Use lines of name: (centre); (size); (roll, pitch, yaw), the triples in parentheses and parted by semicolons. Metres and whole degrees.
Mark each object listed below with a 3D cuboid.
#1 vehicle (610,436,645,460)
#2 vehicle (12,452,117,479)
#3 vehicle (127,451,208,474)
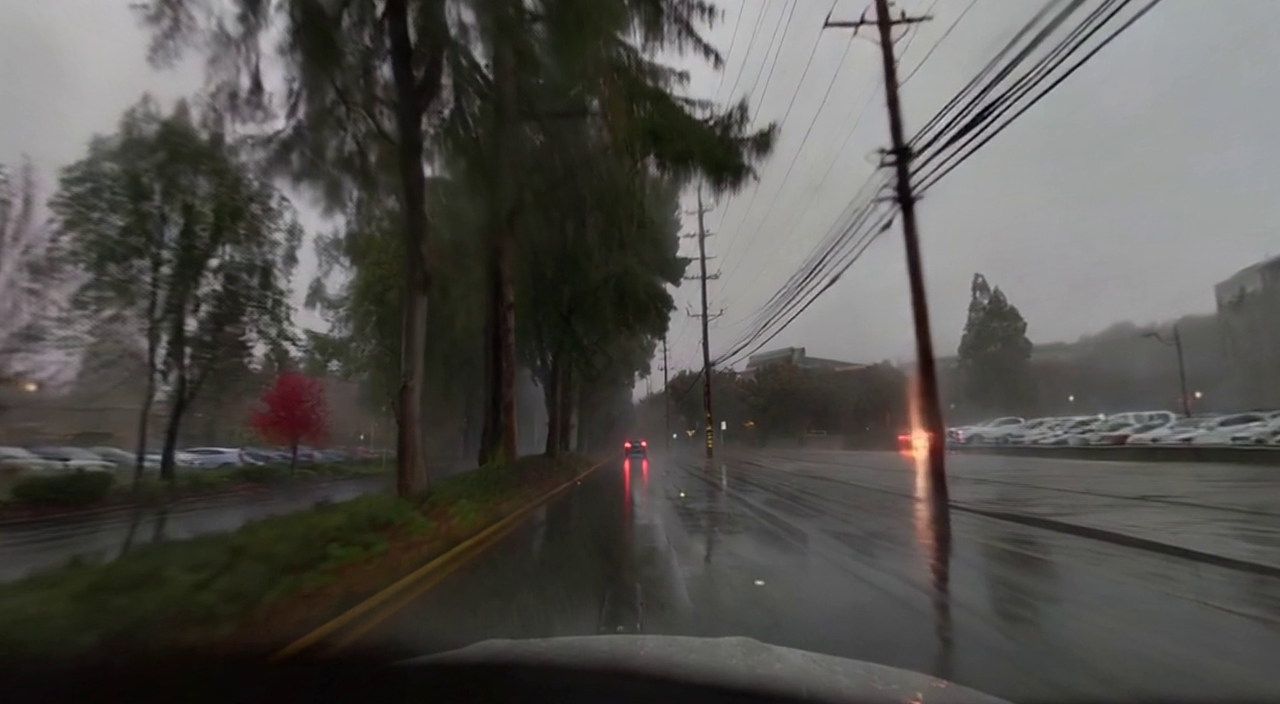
vehicle: (-0.997, 7.373, 48.411); (2.240, 1.704, 4.374); (1, -9, -7)
vehicle: (-34.240, 6.745, 37.662); (4.367, 1.464, 1.992); (-1, -9, 2)
vehicle: (-33.714, 7.852, 45.095); (4.323, 1.523, 1.900); (-1, -7, 3)
